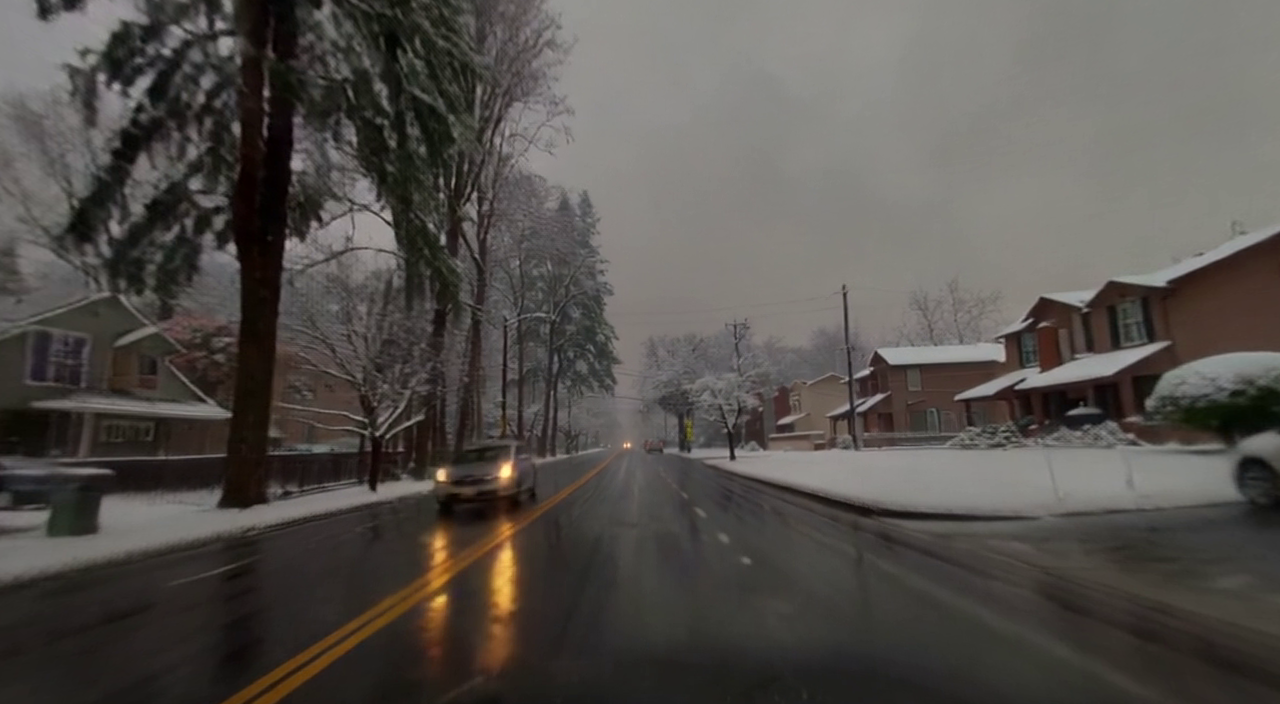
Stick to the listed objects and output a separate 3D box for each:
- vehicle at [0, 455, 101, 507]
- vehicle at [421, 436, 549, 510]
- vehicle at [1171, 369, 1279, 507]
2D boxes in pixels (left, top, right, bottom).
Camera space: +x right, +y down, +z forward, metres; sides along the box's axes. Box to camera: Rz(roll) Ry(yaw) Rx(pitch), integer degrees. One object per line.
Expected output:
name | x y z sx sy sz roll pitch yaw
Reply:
vehicle | -19.401 3.841 19.003 4.459 1.432 1.979 0 -9 -2
vehicle | -3.869 3.106 16.675 2.208 1.663 4.326 0 -8 1
vehicle | 10.775 1.134 8.465 2.305 2.042 5.711 0 -8 0
